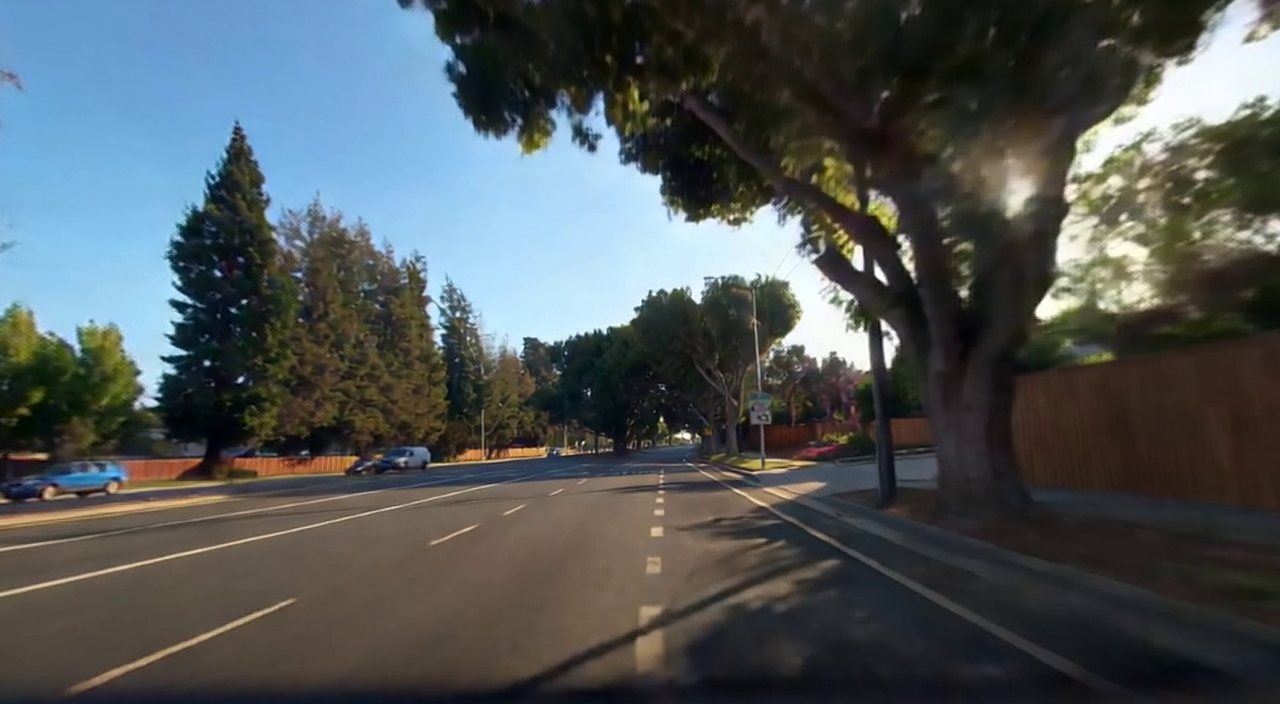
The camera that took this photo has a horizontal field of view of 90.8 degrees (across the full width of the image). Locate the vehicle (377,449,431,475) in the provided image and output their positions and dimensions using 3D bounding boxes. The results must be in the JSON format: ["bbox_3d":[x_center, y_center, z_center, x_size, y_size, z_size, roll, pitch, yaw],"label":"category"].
[{"bbox_3d":[-15.837,7.366,42.614,1.925,1.649,4.010,-1,-8,2],"label":"vehicle"}]

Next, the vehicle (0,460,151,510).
[{"bbox_3d":[-20.288,4.651,22.531,1.806,1.438,4.461,-1,-8,7],"label":"vehicle"}]
